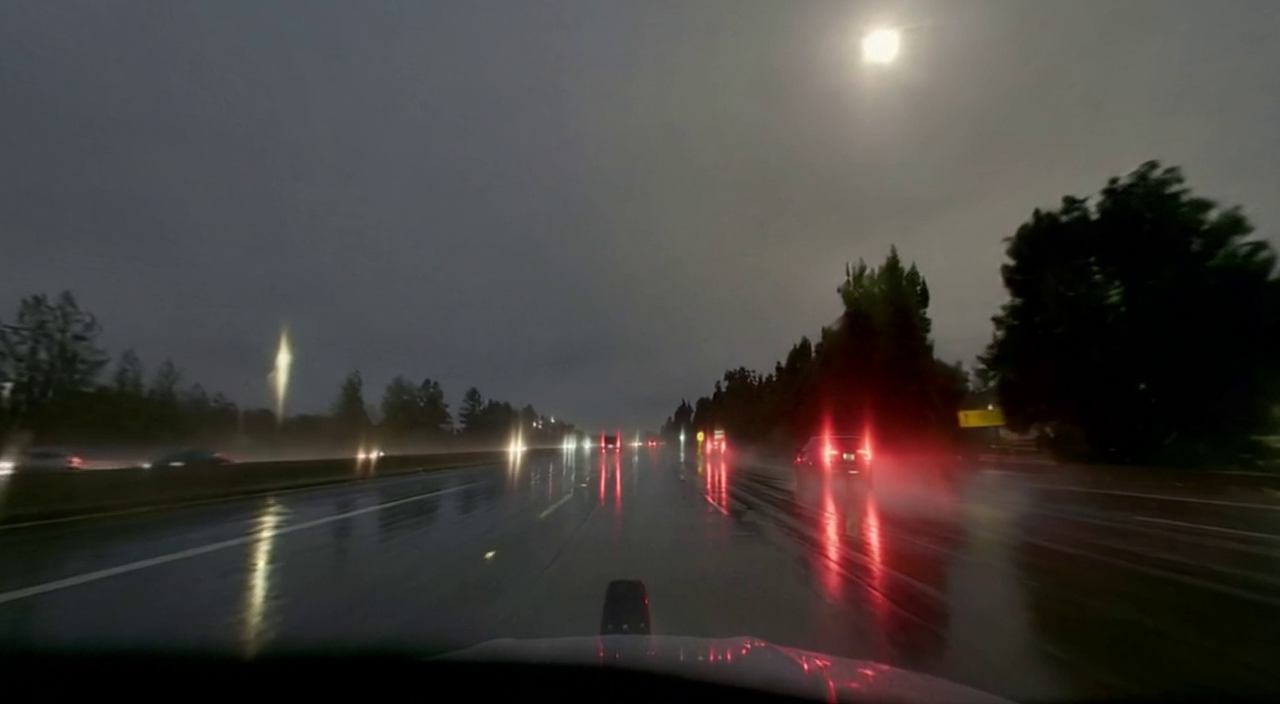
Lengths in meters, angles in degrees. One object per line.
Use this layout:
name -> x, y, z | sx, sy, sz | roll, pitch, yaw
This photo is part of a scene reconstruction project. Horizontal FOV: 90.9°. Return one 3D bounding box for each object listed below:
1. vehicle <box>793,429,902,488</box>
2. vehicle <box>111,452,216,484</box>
vehicle -> 6.623, 3.449, 20.663 | 2.063, 1.706, 4.259 | 0, -8, -1
vehicle -> -25.465, 6.181, 33.953 | 1.937, 1.509, 4.654 | 0, -8, 1
